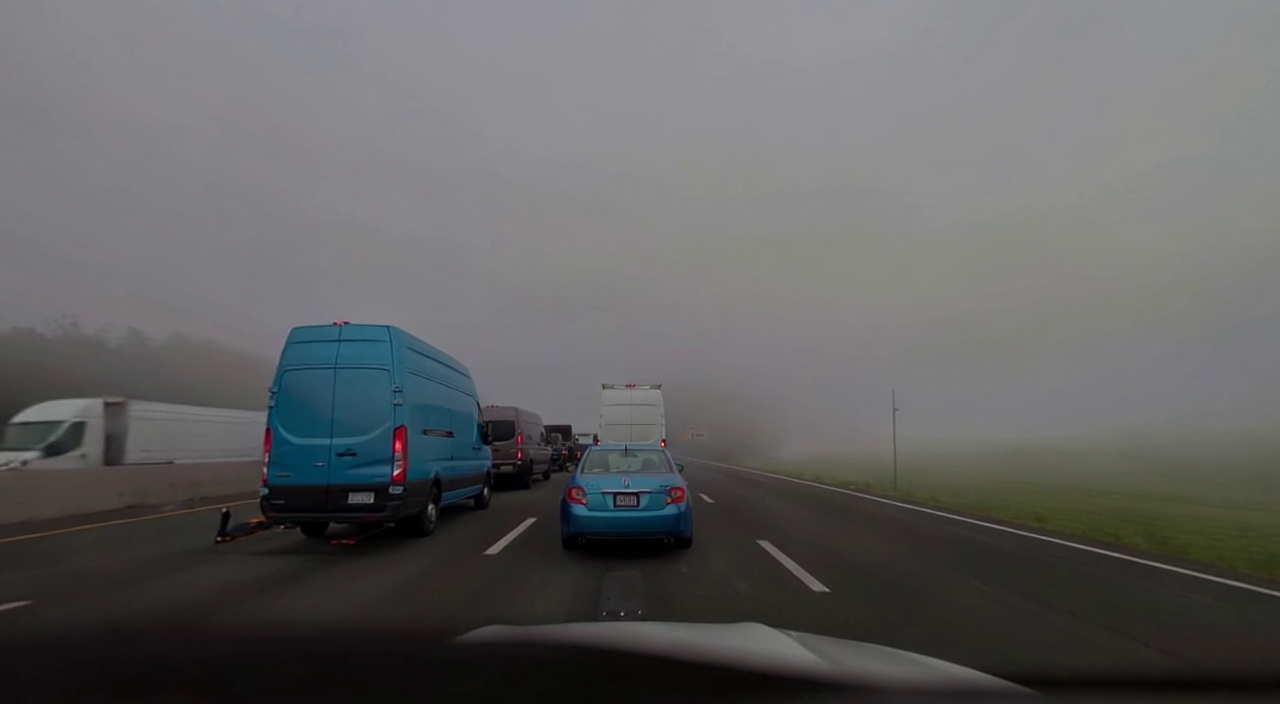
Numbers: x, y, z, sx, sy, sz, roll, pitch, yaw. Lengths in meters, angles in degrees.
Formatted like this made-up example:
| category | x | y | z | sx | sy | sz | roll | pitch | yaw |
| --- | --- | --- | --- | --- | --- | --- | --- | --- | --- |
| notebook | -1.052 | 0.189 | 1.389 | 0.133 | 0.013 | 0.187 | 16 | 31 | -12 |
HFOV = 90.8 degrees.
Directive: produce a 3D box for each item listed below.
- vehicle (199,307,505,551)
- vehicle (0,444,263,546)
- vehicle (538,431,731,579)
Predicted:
| category | x | y | z | sx | sy | sz | roll | pitch | yaw |
| --- | --- | --- | --- | --- | --- | --- | --- | --- | --- |
| vehicle | -4.079 | 1.383 | 10.814 | 2.254 | 2.879 | 6.656 | 0 | -9 | -2 |
| vehicle | -8.887 | 2.422 | 11.329 | 1.797 | 1.466 | 3.924 | 0 | -9 | 0 |
| vehicle | -0.086 | 1.855 | 8.296 | 1.995 | 1.495 | 3.380 | 0 | -9 | -1 |
